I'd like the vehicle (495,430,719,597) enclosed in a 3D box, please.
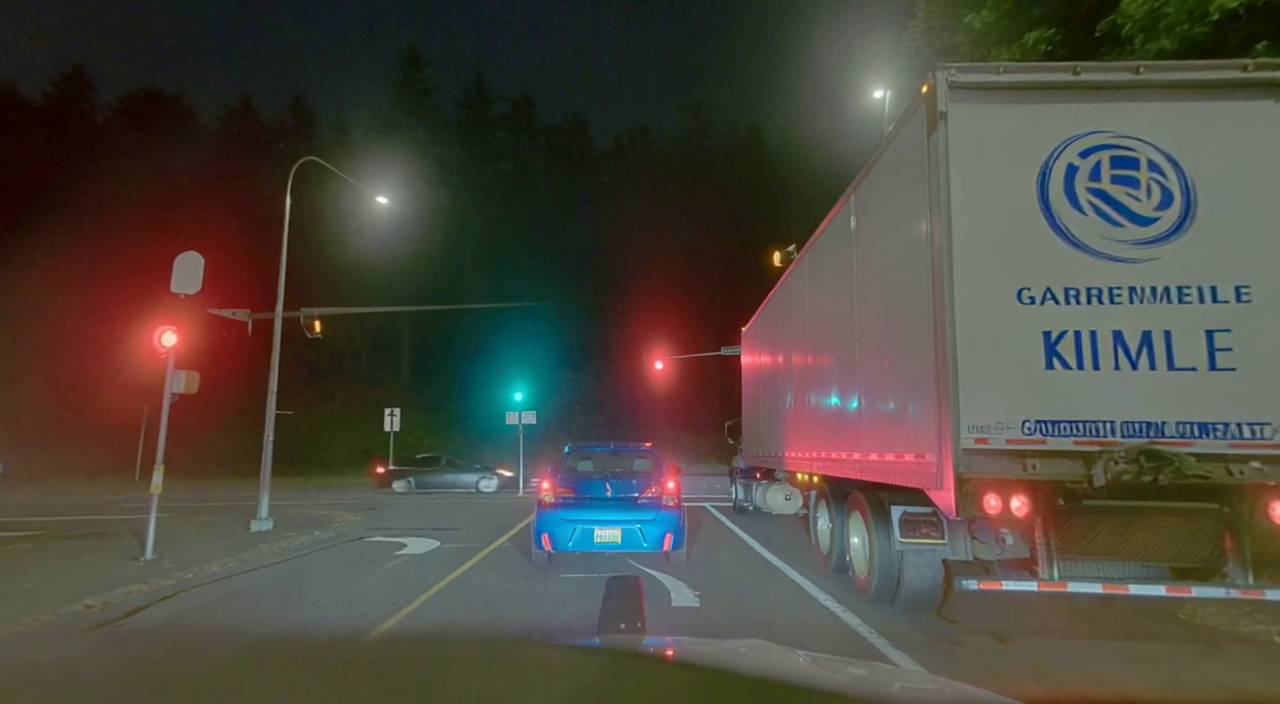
[{"bbox_3d":[-0.328,1.713,7.425,1.975,1.457,3.526,0,-9,-1],"label":"vehicle"}]

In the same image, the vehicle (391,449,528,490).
[{"bbox_3d":[-6.752,4.453,24.070,4.761,1.436,1.870,1,-9,-8],"label":"vehicle"}]

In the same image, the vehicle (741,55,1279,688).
[{"bbox_3d":[3.511,0.725,8.542,2.884,3.753,9.763,0,-9,1],"label":"vehicle"}]
